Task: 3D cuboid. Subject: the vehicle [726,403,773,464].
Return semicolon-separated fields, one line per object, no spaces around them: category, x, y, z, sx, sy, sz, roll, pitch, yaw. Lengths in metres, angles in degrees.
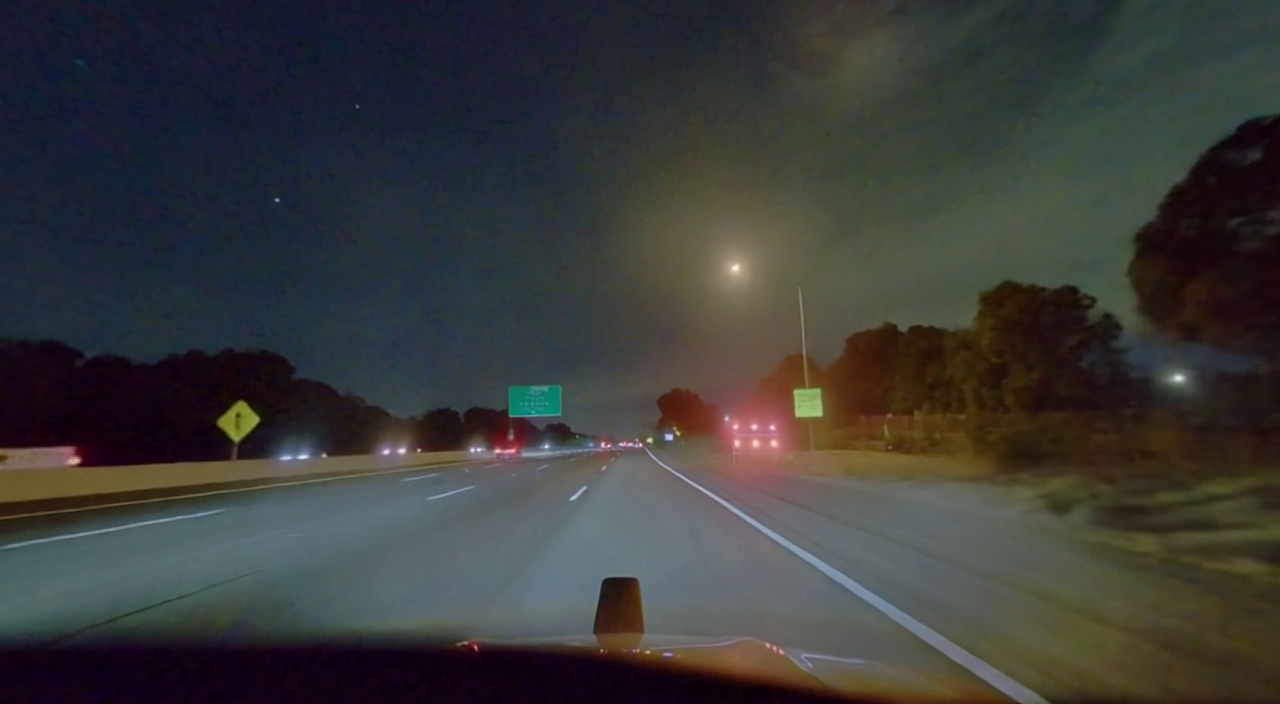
vehicle;6.677;5.029;38.828;2.397;3.584;2.509;0;-8;1

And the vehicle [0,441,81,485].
vehicle;-28.440;4.910;28.073;2.264;1.879;5.322;0;-8;-1
